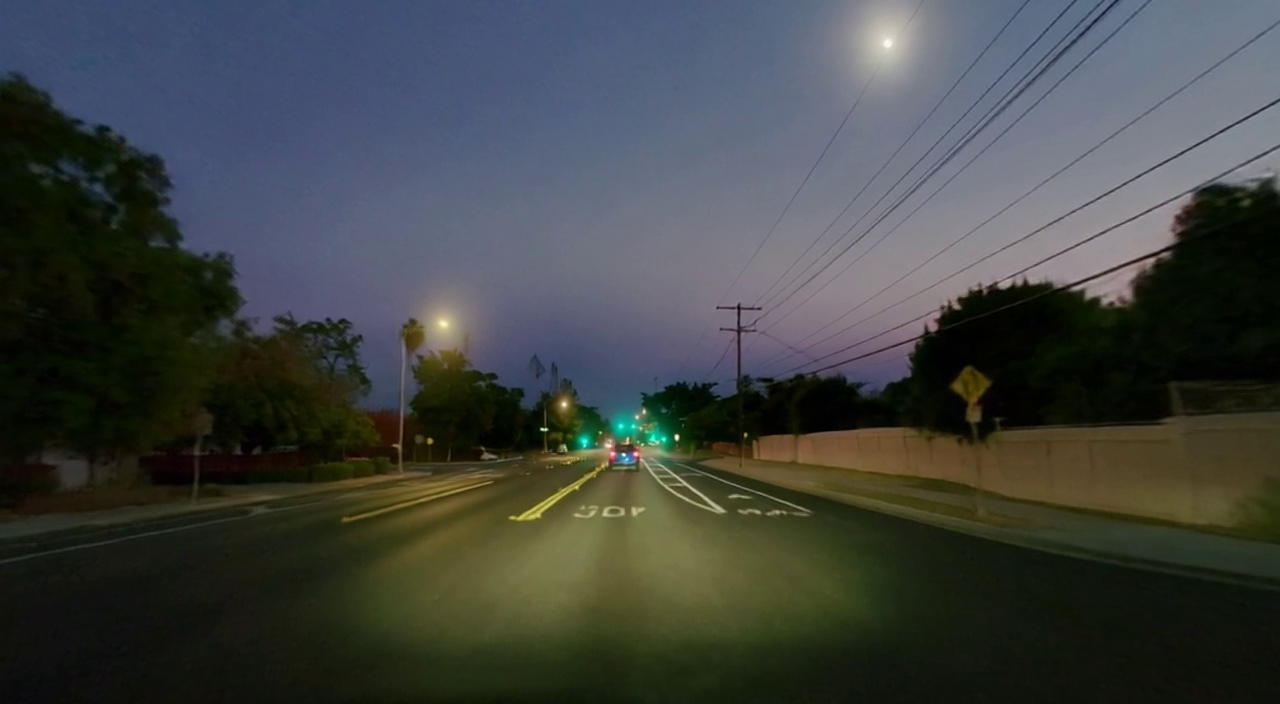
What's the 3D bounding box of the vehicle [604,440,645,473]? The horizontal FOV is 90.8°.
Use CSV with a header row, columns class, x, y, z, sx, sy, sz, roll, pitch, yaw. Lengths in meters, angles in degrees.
class,x,y,z,sx,sy,sz,roll,pitch,yaw
vehicle,-0.865,5.738,34.986,2.139,1.699,3.916,0,-8,-1
